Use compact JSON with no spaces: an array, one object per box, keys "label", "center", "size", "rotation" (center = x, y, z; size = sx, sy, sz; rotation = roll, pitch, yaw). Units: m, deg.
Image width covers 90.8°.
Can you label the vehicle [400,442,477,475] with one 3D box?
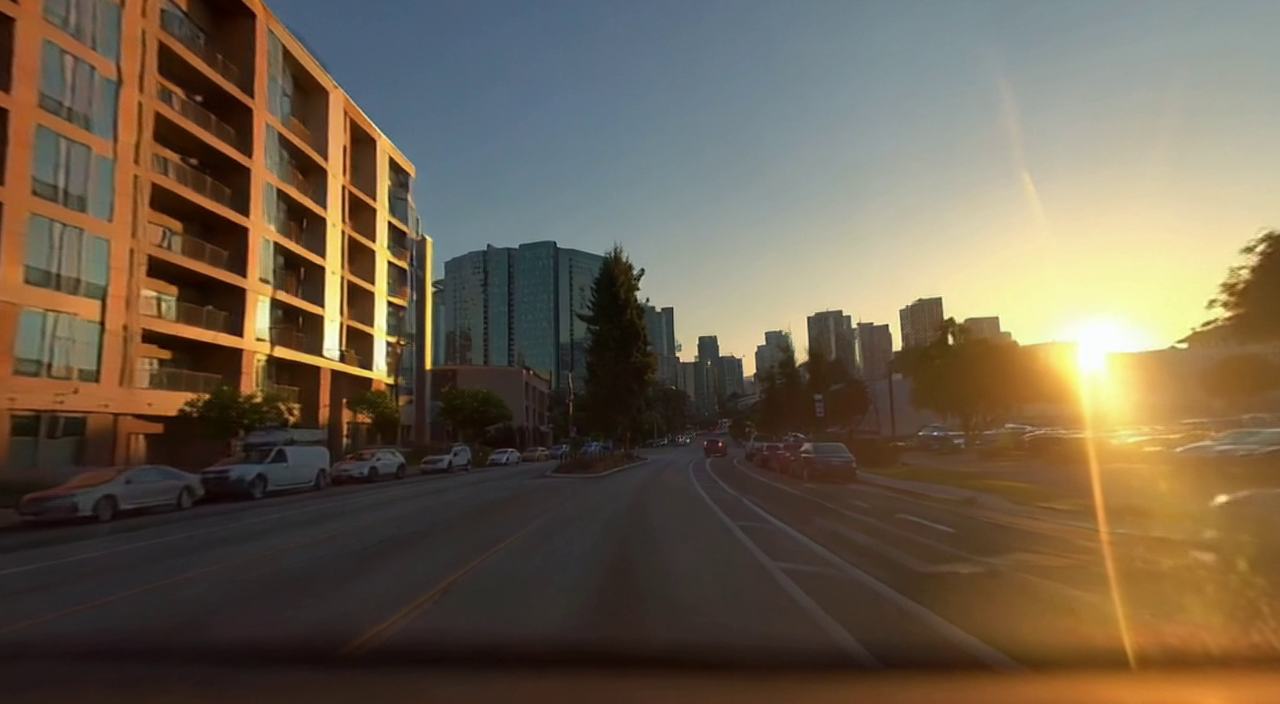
[{"label":"vehicle","center":[-11.974,6.365,38.075],"size":[2.137,1.835,5.833],"rotation":[-1,-8,6]}]

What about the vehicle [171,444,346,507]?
[{"label":"vehicle","center":[-12.619,4.070,21.561],"size":[2.290,1.799,5.801],"rotation":[-1,-8,1]}]

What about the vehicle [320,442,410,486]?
[{"label":"vehicle","center":[-12.533,5.103,29.150],"size":[2.001,1.836,4.471],"rotation":[-1,-8,1]}]

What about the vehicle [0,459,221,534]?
[{"label":"vehicle","center":[-12.443,3.330,15.117],"size":[1.723,1.418,4.359],"rotation":[-1,-8,2]}]

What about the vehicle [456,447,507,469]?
[{"label":"vehicle","center":[-11.063,7.423,44.381],"size":[1.829,1.449,4.713],"rotation":[-2,-9,8]}]

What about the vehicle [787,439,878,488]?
[{"label":"vehicle","center":[6.481,3.793,21.822],"size":[1.947,1.487,4.549],"rotation":[-1,-8,3]}]
